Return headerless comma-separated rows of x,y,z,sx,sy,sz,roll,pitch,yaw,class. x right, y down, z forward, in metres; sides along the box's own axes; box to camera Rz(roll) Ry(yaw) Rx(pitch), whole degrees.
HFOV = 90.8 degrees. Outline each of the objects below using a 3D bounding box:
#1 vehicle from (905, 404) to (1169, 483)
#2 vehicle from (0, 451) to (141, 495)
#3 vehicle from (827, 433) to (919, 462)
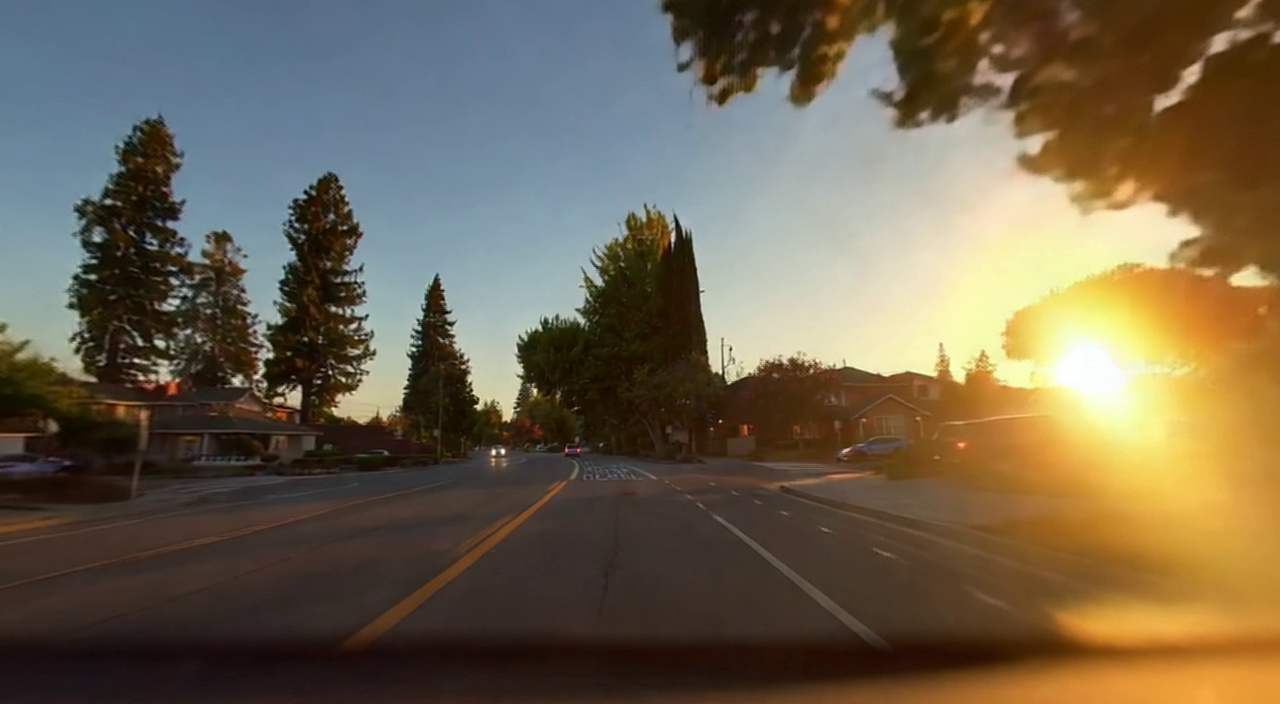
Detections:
11.291,2.667,18.380,5.949,2.092,2.570,1,-9,-2,vehicle
-26.000,5.395,28.364,5.067,1.792,2.217,2,-9,-9,vehicle
13.872,5.739,37.841,4.702,1.661,1.977,0,-8,0,vehicle
